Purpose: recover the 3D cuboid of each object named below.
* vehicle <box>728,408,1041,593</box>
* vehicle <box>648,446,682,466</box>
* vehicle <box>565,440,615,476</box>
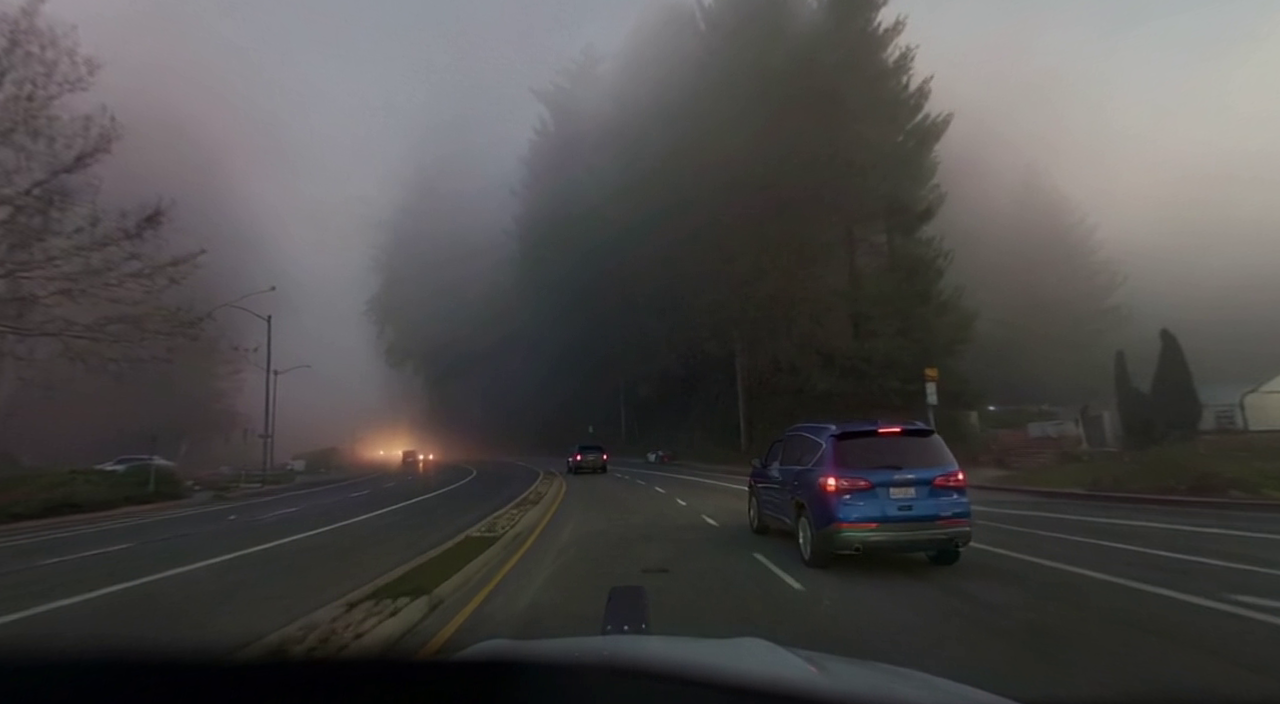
[{"bbox_3d":[2.588,1.708,8.173,2.024,1.686,4.588,0,-9,-3],"label":"vehicle"},{"bbox_3d":[1.903,8.133,49.335,1.800,1.511,3.904,2,-9,-12],"label":"vehicle"},{"bbox_3d":[-2.828,5.771,34.694,2.185,1.822,4.583,1,-9,-11],"label":"vehicle"}]
